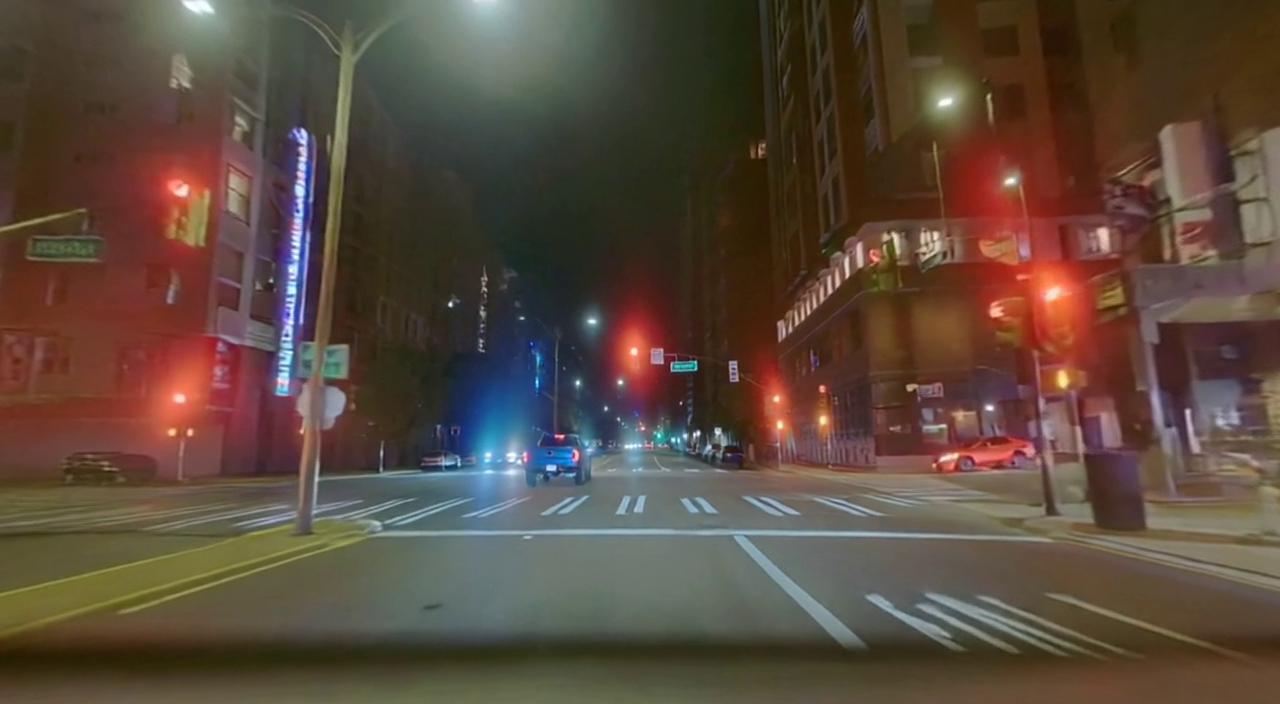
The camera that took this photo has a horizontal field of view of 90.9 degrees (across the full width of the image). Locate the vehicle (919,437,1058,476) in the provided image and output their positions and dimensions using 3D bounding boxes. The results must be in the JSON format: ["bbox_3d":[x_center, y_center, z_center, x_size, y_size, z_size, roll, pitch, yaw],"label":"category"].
[{"bbox_3d":[13.980,4.198,25.497,4.447,1.484,1.928,-1,-9,2],"label":"vehicle"}]

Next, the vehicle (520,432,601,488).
[{"bbox_3d":[-2.728,3.900,23.045,2.197,1.786,5.365,0,-9,1],"label":"vehicle"}]

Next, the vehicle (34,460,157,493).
[{"bbox_3d":[-24.469,5.598,28.424,3.897,1.388,1.671,0,-9,-1],"label":"vehicle"}]

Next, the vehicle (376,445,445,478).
[{"bbox_3d":[-16.110,7.674,44.659,2.339,1.962,6.260,-3,-8,2],"label":"vehicle"}]

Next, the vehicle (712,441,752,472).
[{"bbox_3d":[5.966,6.839,41.442,2.001,1.861,4.536,0,-9,1],"label":"vehicle"}]
